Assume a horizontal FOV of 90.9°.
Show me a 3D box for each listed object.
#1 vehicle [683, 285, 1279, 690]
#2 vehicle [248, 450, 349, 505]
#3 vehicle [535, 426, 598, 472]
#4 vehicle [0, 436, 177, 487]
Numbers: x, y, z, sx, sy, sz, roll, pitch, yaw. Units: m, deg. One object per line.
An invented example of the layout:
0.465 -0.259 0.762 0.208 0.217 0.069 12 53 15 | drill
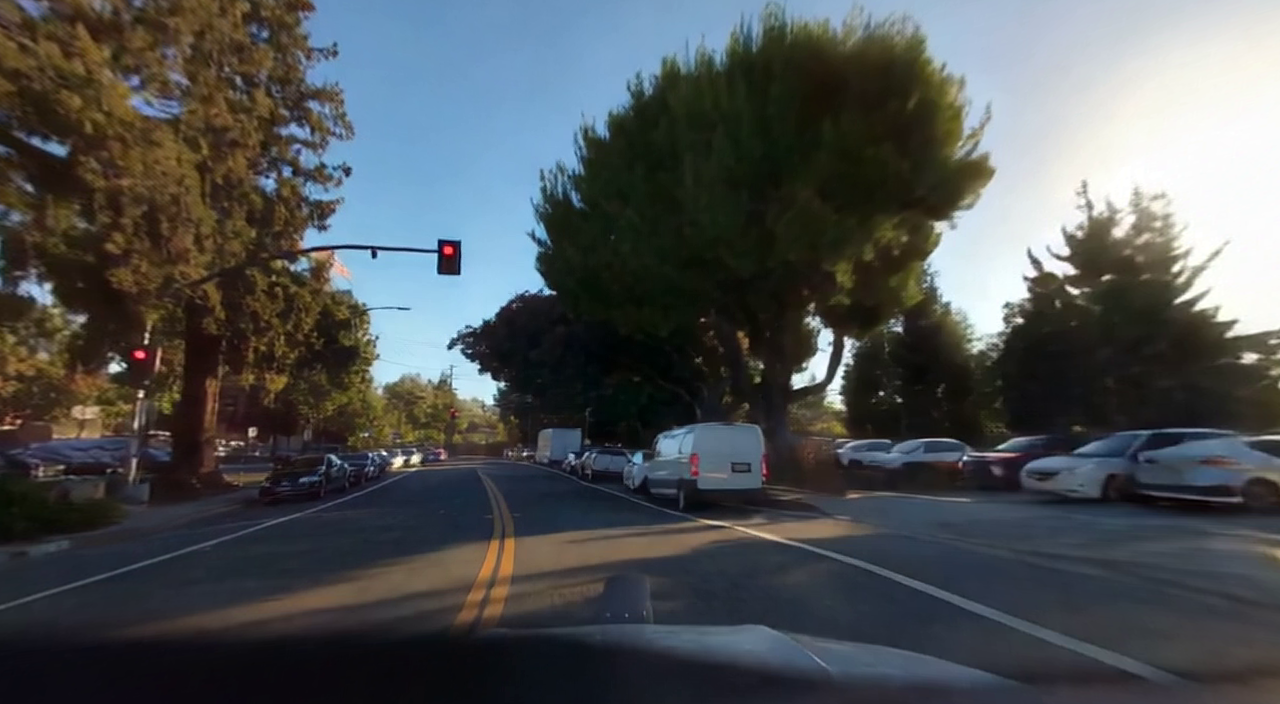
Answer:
3.454 1.530 8.750 3.041 2.164 10.370 1 -9 -11 | vehicle
-10.812 3.947 20.296 1.950 1.489 4.214 1 -9 -16 | vehicle
-5.158 6.657 43.378 3.089 2.882 6.770 2 -9 -17 | vehicle
-20.292 4.051 23.420 4.422 1.689 2.021 0 -9 -9 | vehicle
